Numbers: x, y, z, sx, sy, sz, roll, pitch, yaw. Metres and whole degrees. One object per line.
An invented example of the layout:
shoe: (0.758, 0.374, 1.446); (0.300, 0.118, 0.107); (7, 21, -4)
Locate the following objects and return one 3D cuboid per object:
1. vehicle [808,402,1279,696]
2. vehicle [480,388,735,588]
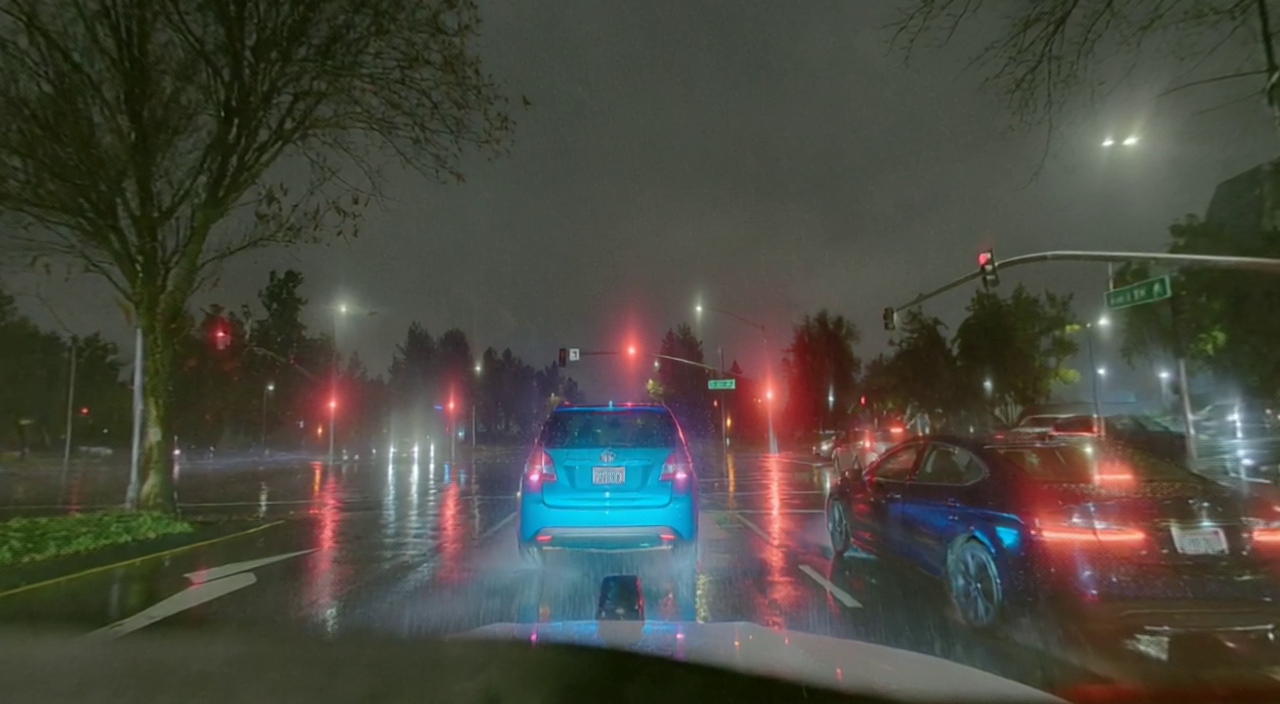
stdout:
vehicle: (3.168, 1.402, 5.769); (1.932, 1.562, 4.629); (0, -9, -1)
vehicle: (-0.345, 1.520, 7.799); (2.247, 1.760, 4.231); (0, -9, -2)
